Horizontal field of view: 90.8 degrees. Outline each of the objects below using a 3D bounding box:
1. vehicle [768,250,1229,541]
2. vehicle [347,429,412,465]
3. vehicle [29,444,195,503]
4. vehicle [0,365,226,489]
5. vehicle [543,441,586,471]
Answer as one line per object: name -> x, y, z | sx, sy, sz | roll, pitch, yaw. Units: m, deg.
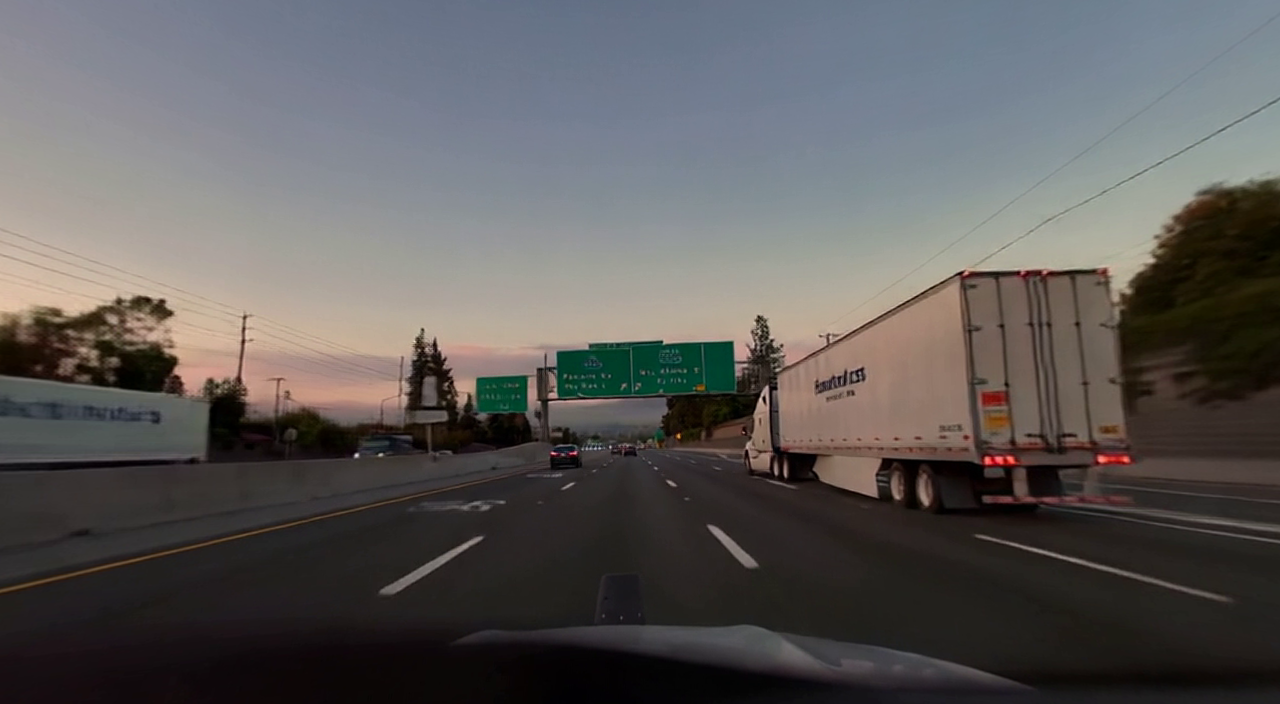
vehicle -> 6.658, 1.756, 16.951 | 2.919, 4.195, 15.833 | 0, -9, -1
vehicle -> -17.978, 6.582, 43.867 | 2.202, 2.326, 5.237 | -1, -9, 0
vehicle -> -13.404, 3.062, 16.300 | 1.465, 1.338, 3.232 | 0, -9, 0
vehicle -> -21.549, 2.752, 22.375 | 2.886, 3.845, 16.291 | 0, -9, 0
vehicle -> -4.365, 6.092, 37.071 | 2.027, 1.651, 4.099 | 0, -9, 0
